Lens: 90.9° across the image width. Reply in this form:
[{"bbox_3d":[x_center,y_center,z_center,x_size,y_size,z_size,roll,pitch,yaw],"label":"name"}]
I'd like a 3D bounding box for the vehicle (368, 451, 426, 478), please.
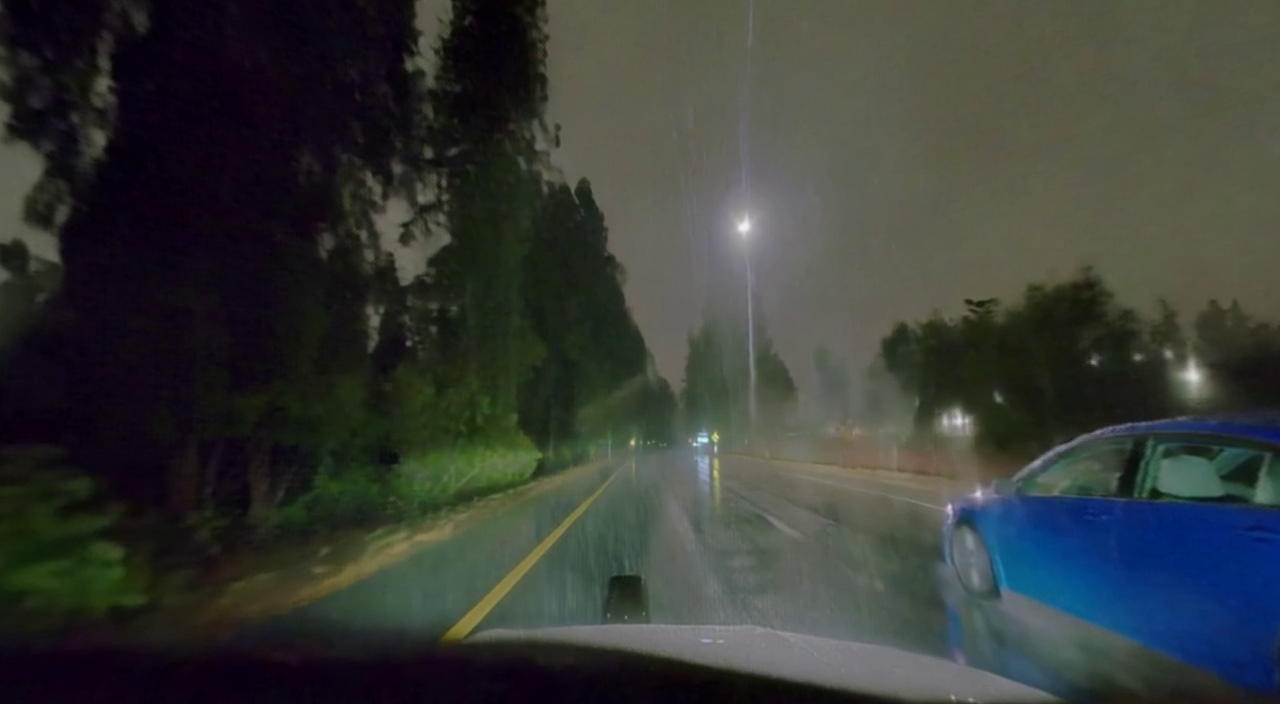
[{"bbox_3d":[-15.832,7.325,41.253,1.893,1.571,4.390,-1,-8,2],"label":"vehicle"}]

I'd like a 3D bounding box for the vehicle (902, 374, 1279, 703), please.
[{"bbox_3d":[3.392,0.972,3.222,2.061,1.503,4.823,0,-8,0],"label":"vehicle"}]
